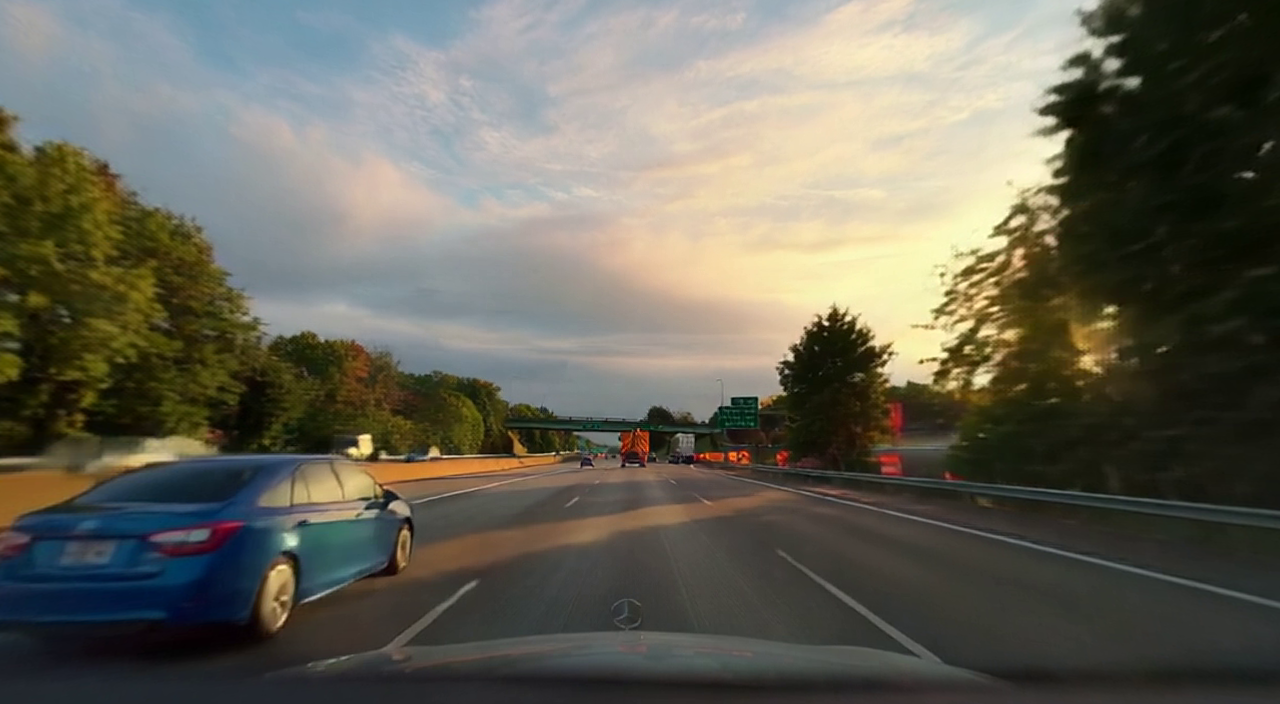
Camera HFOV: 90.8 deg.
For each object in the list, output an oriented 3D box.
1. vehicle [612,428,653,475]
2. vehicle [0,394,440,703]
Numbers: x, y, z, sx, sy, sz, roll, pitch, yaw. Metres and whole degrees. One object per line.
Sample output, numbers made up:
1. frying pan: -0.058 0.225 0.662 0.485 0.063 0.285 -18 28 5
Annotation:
1. vehicle: -0.544 7.058 44.812 2.672 3.056 6.900 0 -9 -1
2. vehicle: -3.351 1.346 5.057 2.088 1.643 4.215 0 -9 0
